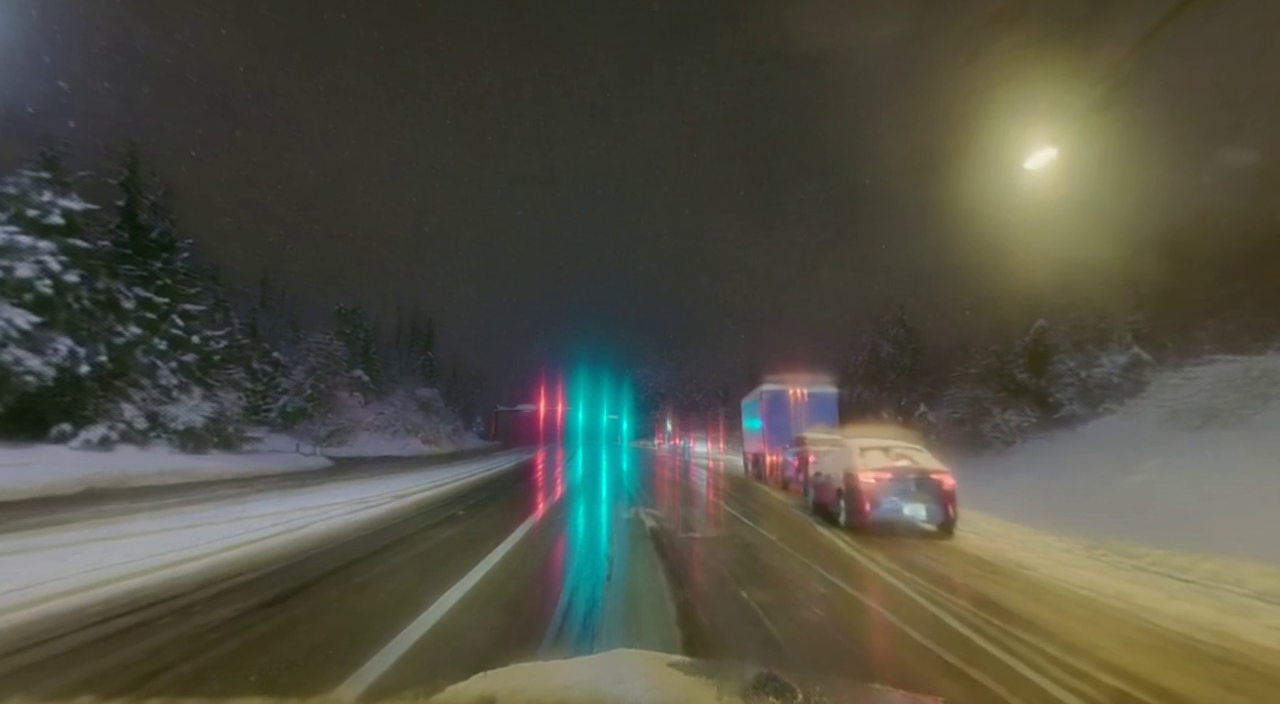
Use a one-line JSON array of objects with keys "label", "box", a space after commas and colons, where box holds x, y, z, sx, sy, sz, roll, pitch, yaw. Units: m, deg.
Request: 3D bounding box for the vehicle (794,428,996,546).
[{"label": "vehicle", "box": [3.764, 2.024, 10.142, 1.947, 1.475, 3.962, -1, -8, 6]}]

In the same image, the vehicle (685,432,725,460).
[{"label": "vehicle", "box": [4.395, 6.401, 42.978, 1.917, 1.748, 4.003, 0, -8, -6]}]
